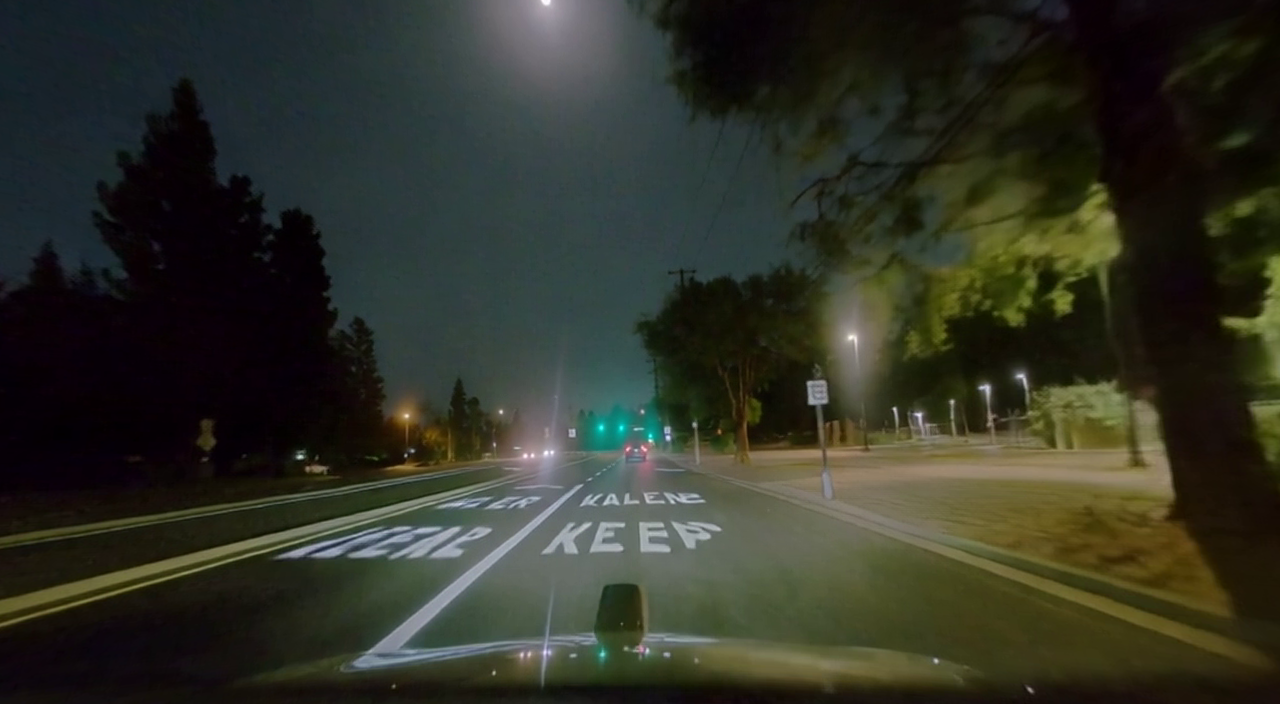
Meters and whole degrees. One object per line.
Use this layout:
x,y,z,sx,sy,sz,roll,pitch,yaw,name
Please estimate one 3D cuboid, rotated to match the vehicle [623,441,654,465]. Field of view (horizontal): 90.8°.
-0.102,7.009,43.997,2.045,1.613,4.210,0,-8,0,vehicle
